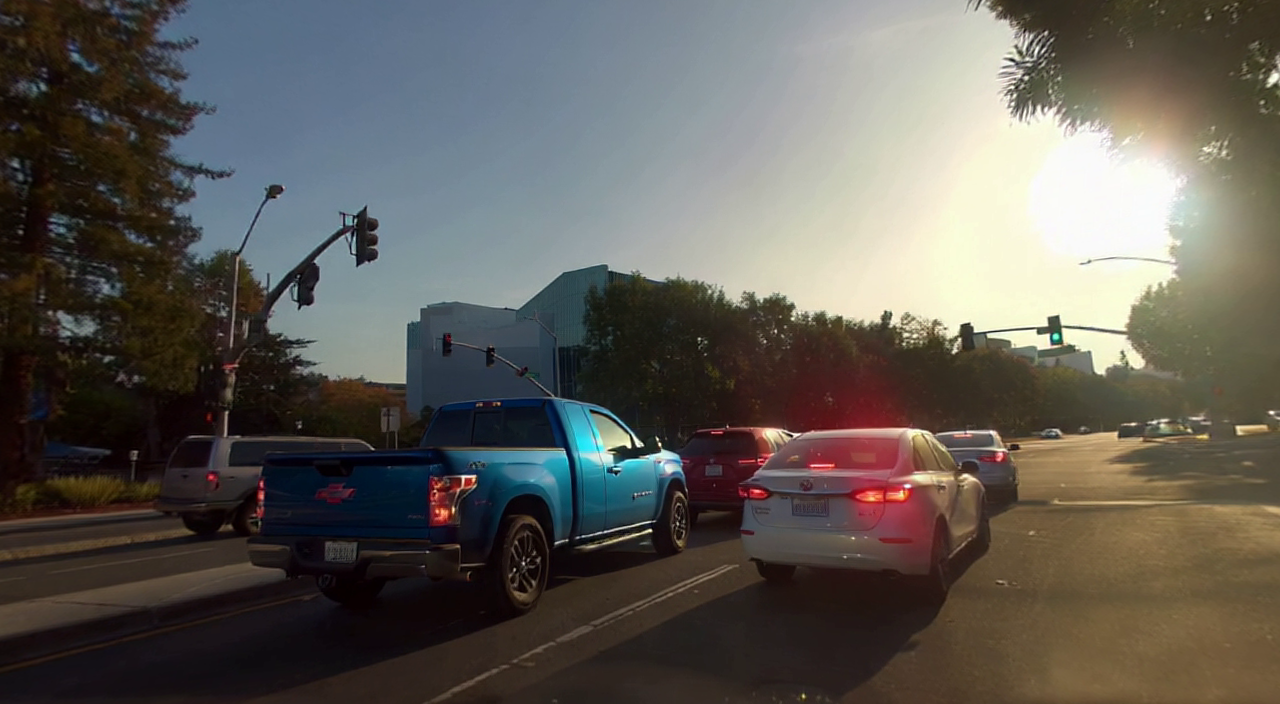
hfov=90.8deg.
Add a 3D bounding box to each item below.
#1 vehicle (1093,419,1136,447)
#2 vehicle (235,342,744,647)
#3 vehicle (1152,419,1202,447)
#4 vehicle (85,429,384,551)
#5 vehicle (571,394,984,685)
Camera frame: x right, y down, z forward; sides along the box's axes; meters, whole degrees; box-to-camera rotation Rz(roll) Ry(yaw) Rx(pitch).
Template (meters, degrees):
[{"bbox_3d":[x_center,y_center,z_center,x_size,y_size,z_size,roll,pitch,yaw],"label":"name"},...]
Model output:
[{"bbox_3d":[32.809,5.671,43.715,2.160,1.790,4.303,-6,-10,35],"label":"vehicle"},{"bbox_3d":[-0.875,1.401,7.470,2.272,2.016,6.146,-5,-10,27],"label":"vehicle"},{"bbox_3d":[35.771,5.473,42.188,2.183,1.714,4.491,-7,-11,37],"label":"vehicle"},{"bbox_3d":[-8.280,2.747,13.449,2.174,2.057,4.738,-6,-10,33],"label":"vehicle"},{"bbox_3d":[1.720,1.375,5.988,2.027,1.549,4.801,-6,-10,35],"label":"vehicle"}]
